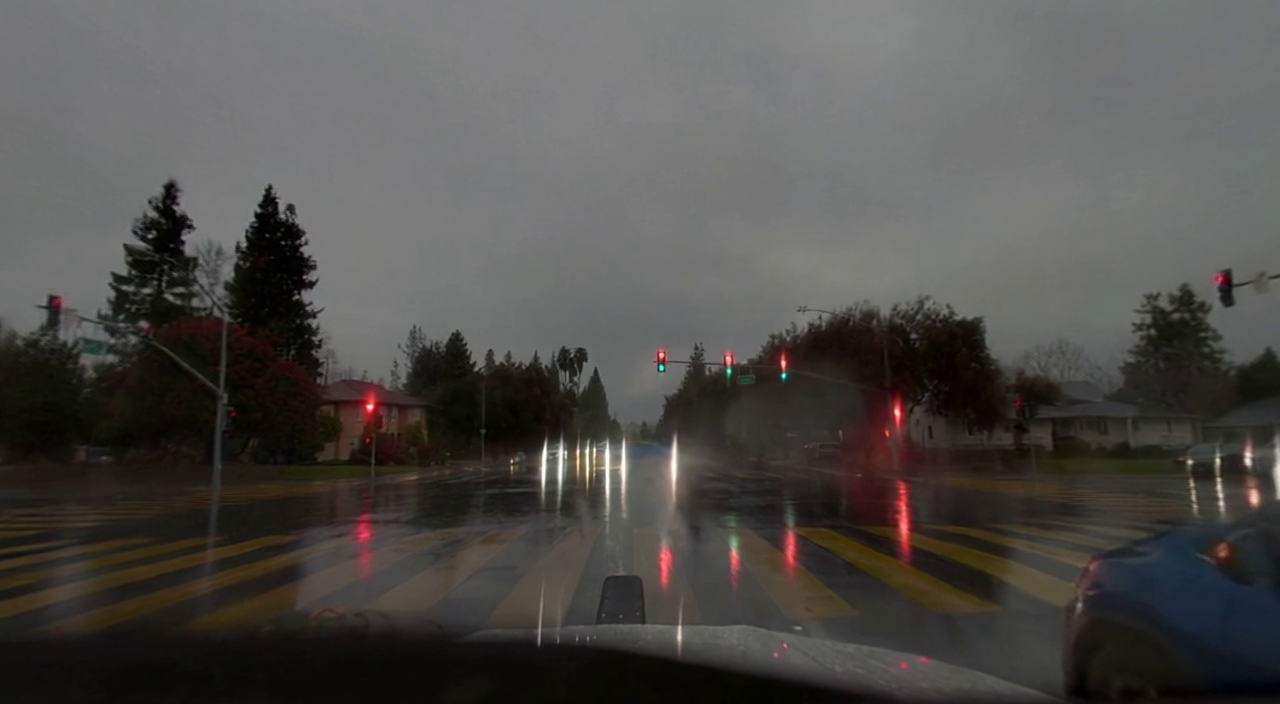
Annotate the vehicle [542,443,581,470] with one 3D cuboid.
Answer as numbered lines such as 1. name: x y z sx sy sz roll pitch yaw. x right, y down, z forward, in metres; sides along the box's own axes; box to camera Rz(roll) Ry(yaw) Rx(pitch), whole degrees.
1. vehicle: -5.326 7.130 43.226 2.091 1.707 4.157 0 -9 1

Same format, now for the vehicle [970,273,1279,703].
1. vehicle: 2.715 0.554 0.661 2.085 1.800 4.908 0 -9 0

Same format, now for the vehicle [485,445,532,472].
1. vehicle: -8.732 7.105 42.500 2.028 1.654 5.027 0 -9 0

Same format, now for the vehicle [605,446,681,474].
1. vehicle: 0.129 6.109 36.034 2.046 1.491 4.118 8 -12 -42
